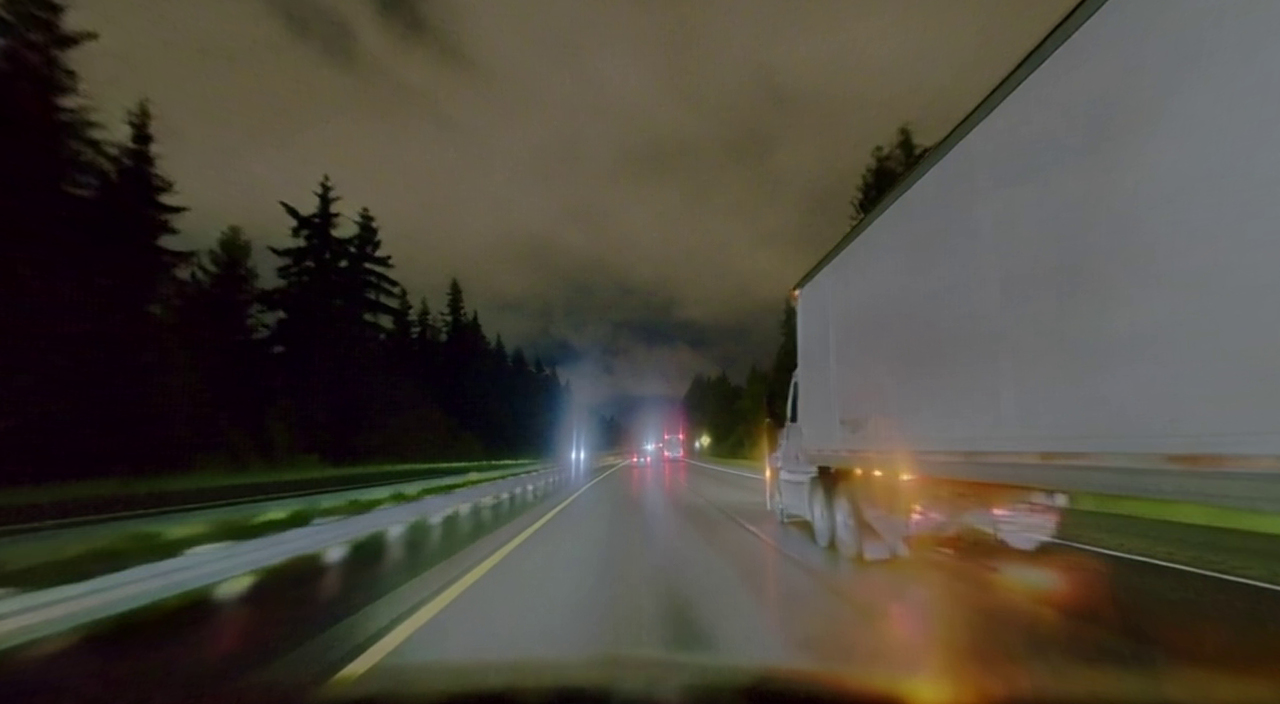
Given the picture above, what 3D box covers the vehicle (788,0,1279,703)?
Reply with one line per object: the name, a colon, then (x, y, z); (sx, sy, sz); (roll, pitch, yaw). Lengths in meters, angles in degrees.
vehicle: (3.873, -0.106, 3.694); (3.442, 4.027, 10.568); (-1, -9, 0)
